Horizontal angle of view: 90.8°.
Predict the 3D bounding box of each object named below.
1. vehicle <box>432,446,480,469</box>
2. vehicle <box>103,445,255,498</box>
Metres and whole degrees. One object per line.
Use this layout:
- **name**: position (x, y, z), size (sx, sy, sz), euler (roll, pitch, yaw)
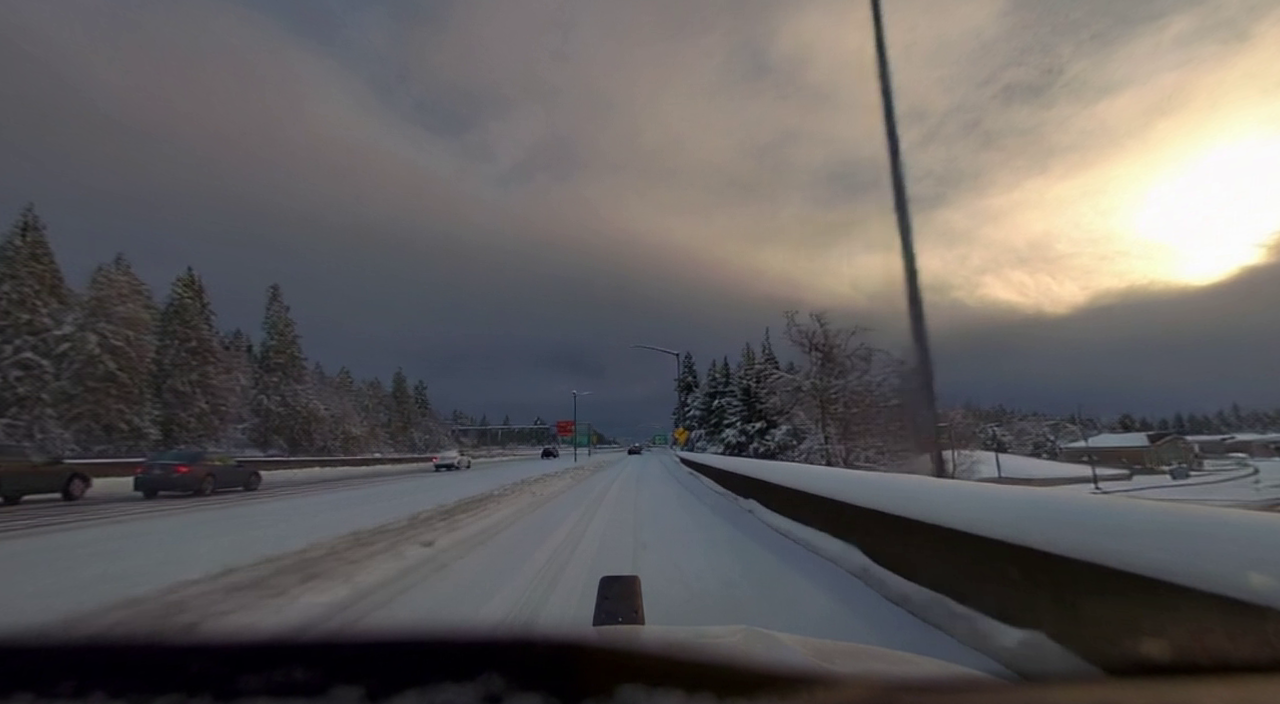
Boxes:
- **vehicle**: position (-12.830, 7.372, 44.371), size (2.271, 1.537, 4.029), euler (0, -9, -2)
- **vehicle**: position (-14.862, 3.845, 20.758), size (1.829, 1.520, 4.505), euler (0, -9, -4)
